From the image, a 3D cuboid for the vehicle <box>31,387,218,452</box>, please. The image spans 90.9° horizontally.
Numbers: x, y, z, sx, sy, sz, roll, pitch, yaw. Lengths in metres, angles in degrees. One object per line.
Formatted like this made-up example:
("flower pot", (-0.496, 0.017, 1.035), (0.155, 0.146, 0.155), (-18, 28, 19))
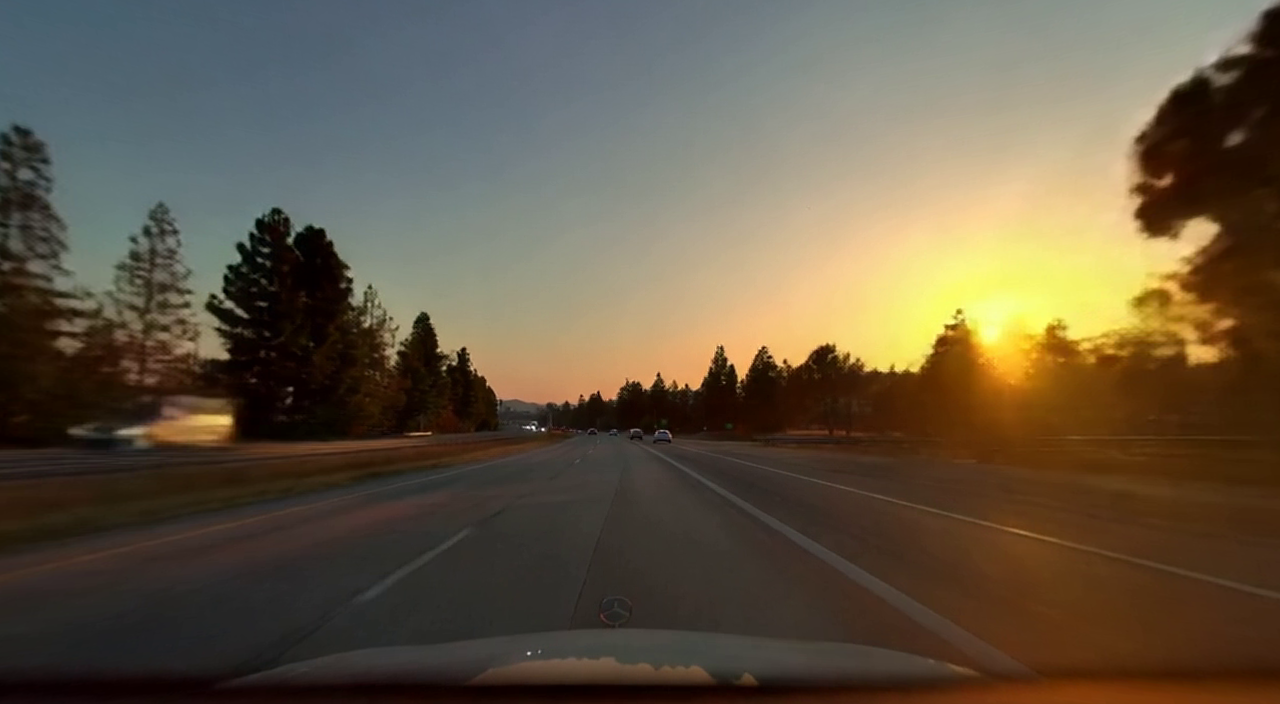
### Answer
("vehicle", (-17.224, 2.367, 21.502), (2.351, 1.938, 4.858), (0, -8, -2))
